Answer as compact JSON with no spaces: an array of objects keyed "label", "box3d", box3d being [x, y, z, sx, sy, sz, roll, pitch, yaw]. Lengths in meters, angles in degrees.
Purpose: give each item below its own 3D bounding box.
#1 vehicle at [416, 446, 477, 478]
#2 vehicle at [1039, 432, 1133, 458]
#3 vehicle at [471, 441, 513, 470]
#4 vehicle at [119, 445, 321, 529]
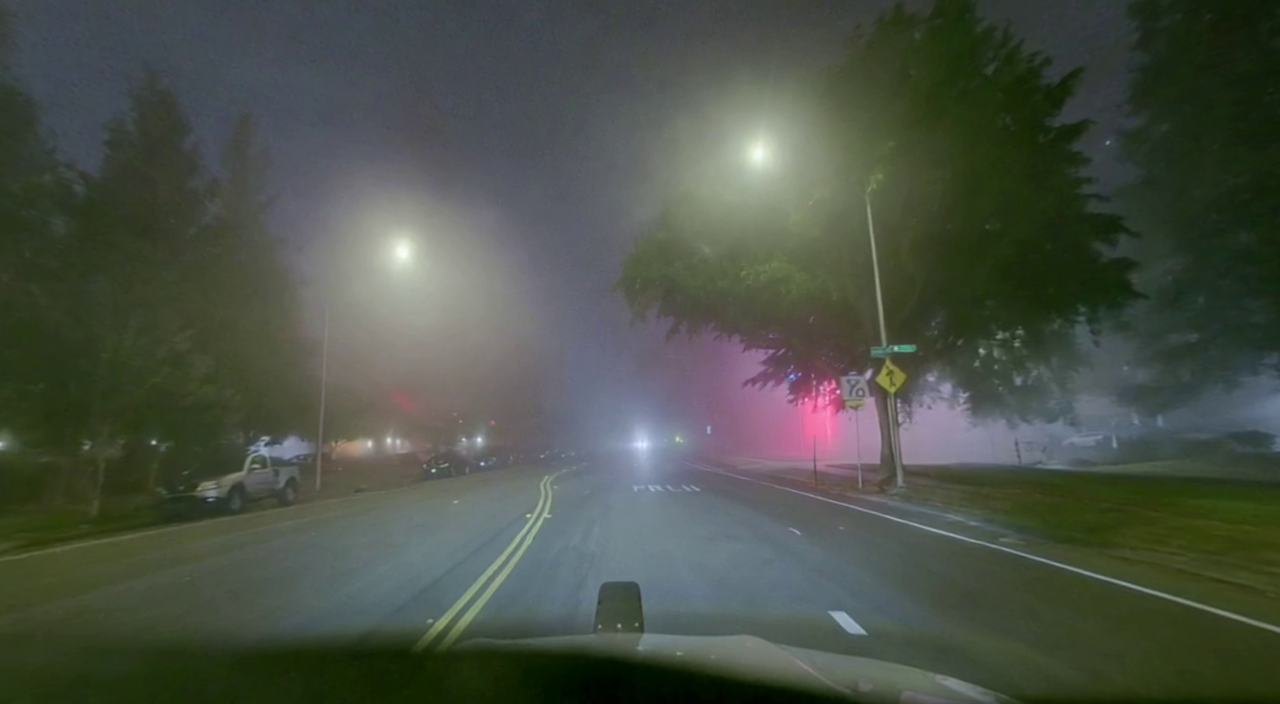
[{"label":"vehicle","box3d":[-11.123,6.323,36.729,1.950,1.720,4.868,0,-8,1]},{"label":"vehicle","box3d":[30.850,6.454,43.883,1.960,1.670,4.863,4,-9,-25]},{"label":"vehicle","box3d":[-10.993,7.702,47.238,2.015,1.884,4.488,-6,-8,-2]},{"label":"vehicle","box3d":[-11.098,3.530,17.308,2.135,1.802,4.910,-2,-7,1]}]
